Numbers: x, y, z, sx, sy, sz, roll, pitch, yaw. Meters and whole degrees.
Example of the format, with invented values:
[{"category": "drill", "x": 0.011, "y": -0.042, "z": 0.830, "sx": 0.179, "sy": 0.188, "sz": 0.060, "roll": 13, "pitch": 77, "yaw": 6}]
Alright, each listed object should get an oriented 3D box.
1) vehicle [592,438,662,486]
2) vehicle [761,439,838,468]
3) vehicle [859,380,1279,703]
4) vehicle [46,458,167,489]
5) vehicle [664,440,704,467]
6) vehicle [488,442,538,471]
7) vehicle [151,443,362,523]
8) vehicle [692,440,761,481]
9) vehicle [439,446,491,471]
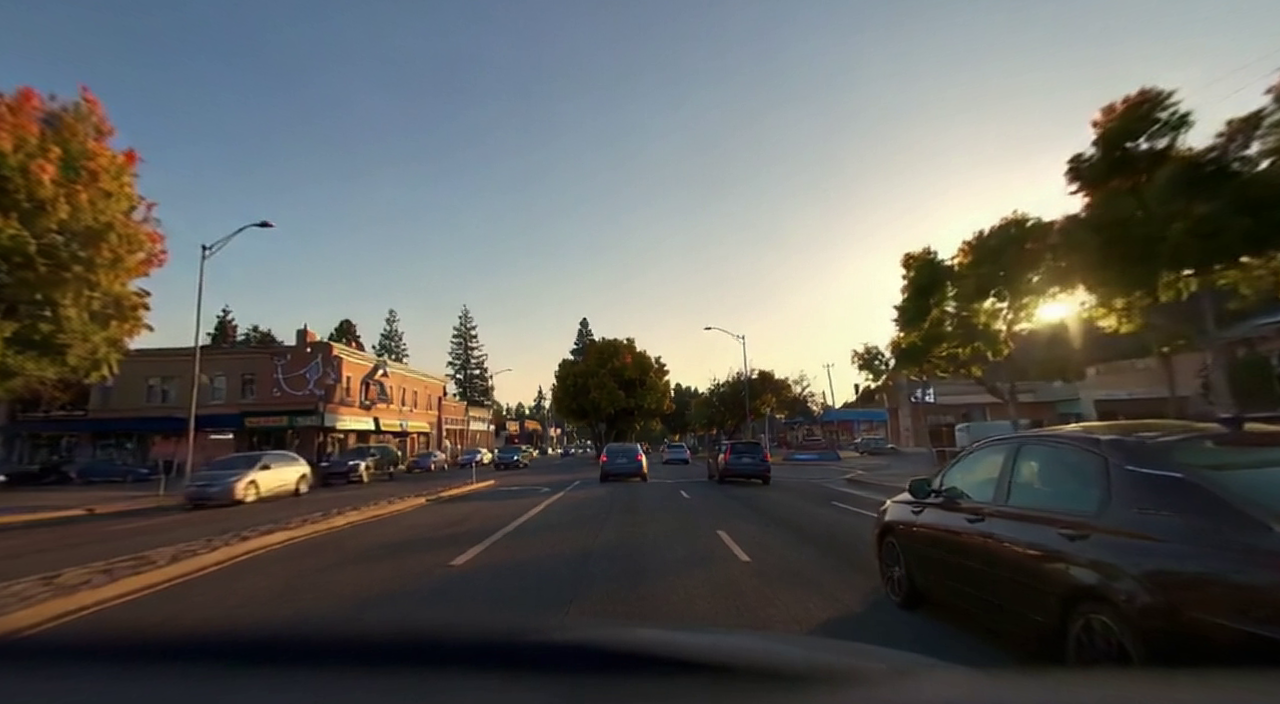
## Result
[{"category": "vehicle", "x": -0.477, "y": 3.854, "z": 22.515, "sx": 2.232, "sy": 1.508, "sz": 4.319, "roll": 0, "pitch": -9, "yaw": -1}, {"category": "vehicle", "x": 9.824, "y": 6.279, "z": 39.149, "sx": 4.464, "sy": 1.755, "sz": 2.236, "roll": -3, "pitch": -9, "yaw": 14}, {"category": "vehicle", "x": 3.190, "y": 1.103, "z": 3.825, "sx": 2.097, "sy": 1.502, "sz": 4.470, "roll": 0, "pitch": -9, "yaw": 0}, {"category": "vehicle", "x": -27.157, "y": 6.183, "z": 32.289, "sx": 4.673, "sy": 1.481, "sz": 1.995, "roll": -2, "pitch": -9, "yaw": 7}, {"category": "vehicle", "x": 2.679, "y": 6.290, "z": 39.272, "sx": 2.098, "sy": 1.527, "sz": 3.966, "roll": 0, "pitch": -9, "yaw": -2}, {"category": "vehicle", "x": -7.450, "y": 6.161, "z": 37.489, "sx": 2.085, "sy": 1.610, "sz": 4.085, "roll": -1, "pitch": -9, "yaw": 1}, {"category": "vehicle", "x": -8.335, "y": 2.853, "z": 14.378, "sx": 2.050, "sy": 1.503, "sz": 4.350, "roll": 0, "pitch": -9, "yaw": 0}, {"category": "vehicle", "x": 3.326, "y": 4.283, "z": 25.243, "sx": 2.060, "sy": 1.471, "sz": 4.168, "roll": 0, "pitch": -9, "yaw": -1}, {"category": "vehicle", "x": -11.819, "y": 7.243, "z": 43.129, "sx": 2.117, "sy": 1.592, "sz": 4.660, "roll": -1, "pitch": -9, "yaw": 1}]
